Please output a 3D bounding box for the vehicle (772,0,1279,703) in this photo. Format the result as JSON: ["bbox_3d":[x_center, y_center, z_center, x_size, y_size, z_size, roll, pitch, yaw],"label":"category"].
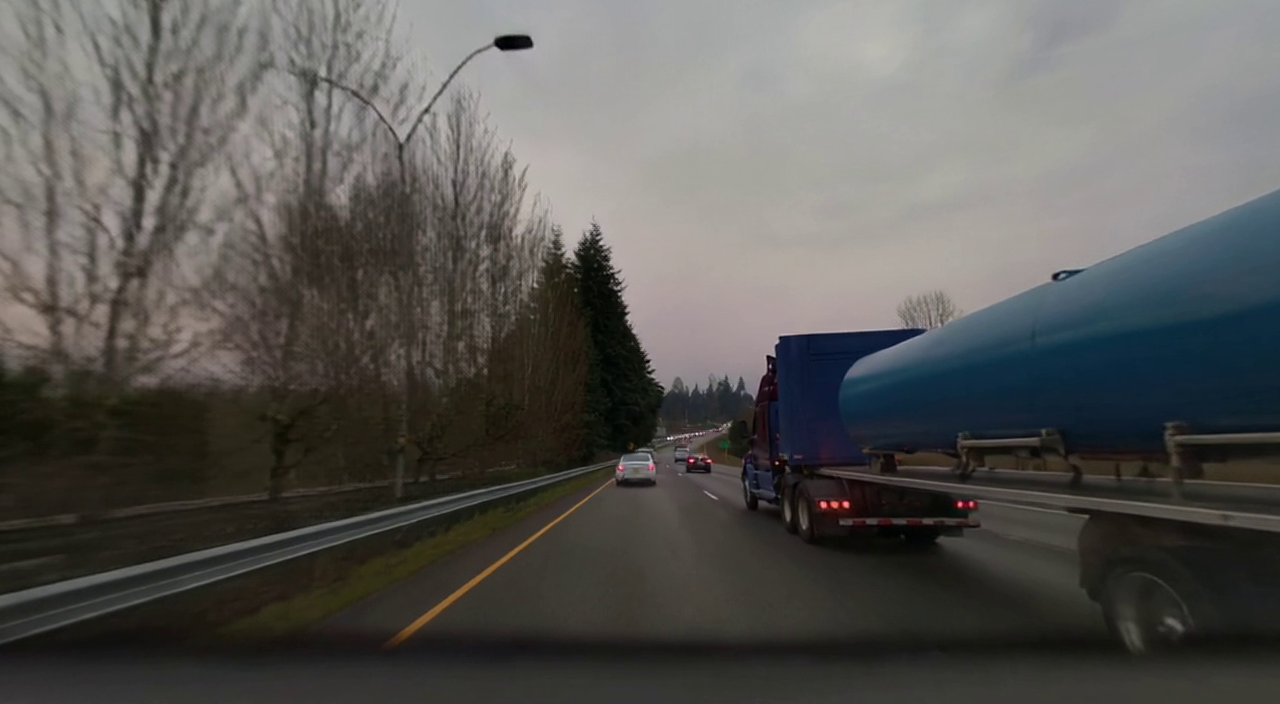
[{"bbox_3d":[3.911,0.559,6.147,2.694,3.453,11.641,0,-9,0],"label":"vehicle"}]

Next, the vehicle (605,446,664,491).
[{"bbox_3d":[-0.162,4.220,23.095,2.003,1.490,3.636,0,-9,1],"label":"vehicle"}]
